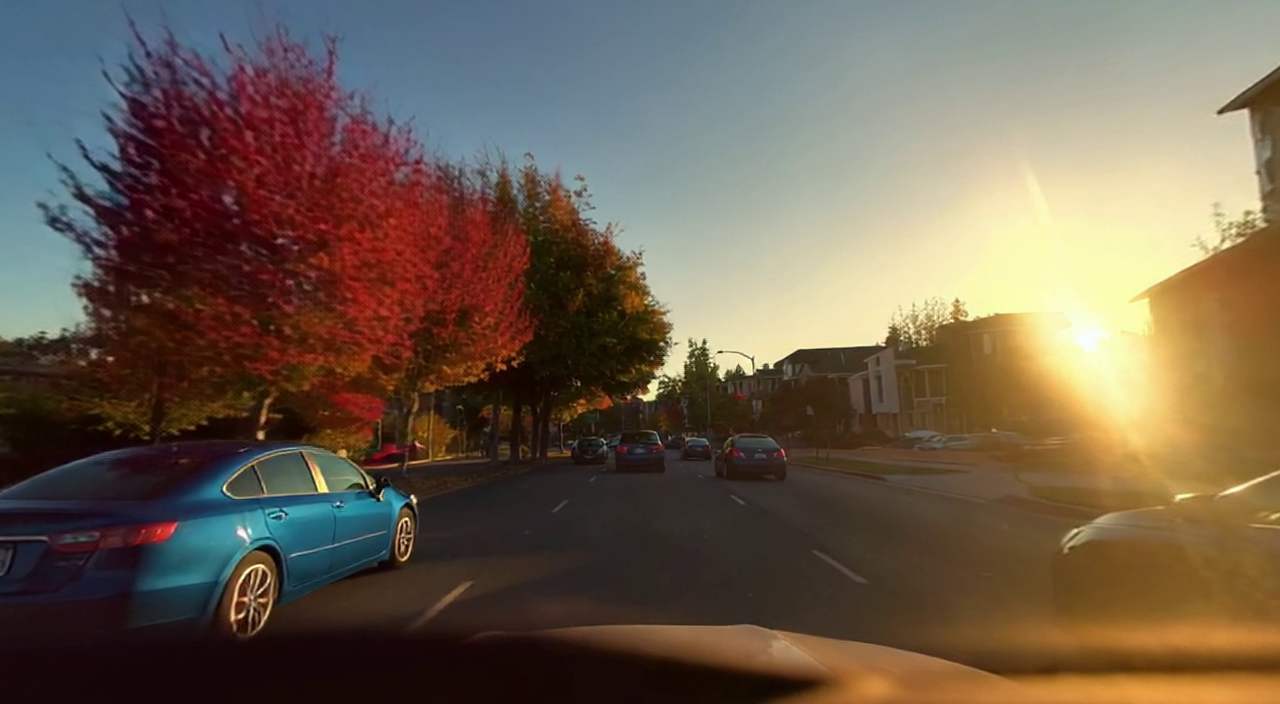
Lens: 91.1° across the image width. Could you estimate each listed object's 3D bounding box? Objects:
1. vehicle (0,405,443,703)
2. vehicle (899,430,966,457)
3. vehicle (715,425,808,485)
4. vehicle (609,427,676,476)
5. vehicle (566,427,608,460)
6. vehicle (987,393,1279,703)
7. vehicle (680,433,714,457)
[{"bbox_3d":[-3.480,1.340,5.400,1.997,1.479,4.547,0,-8,1],"label":"vehicle"},{"bbox_3d":[18.021,5.729,38.915,1.767,1.400,4.107,-3,-10,-7],"label":"vehicle"},{"bbox_3d":[3.658,3.205,19.814,2.019,1.675,4.488,0,-8,0],"label":"vehicle"},{"bbox_3d":[0.074,3.732,23.712,2.293,1.662,4.262,0,-8,0],"label":"vehicle"},{"bbox_3d":[-3.437,6.077,41.754,2.246,2.062,5.123,0,-8,1],"label":"vehicle"},{"bbox_3d":[3.402,0.852,2.012,2.060,1.474,4.475,0,-8,1],"label":"vehicle"},{"bbox_3d":[4.155,6.834,46.176,2.067,1.687,4.163,0,-8,-1],"label":"vehicle"}]
